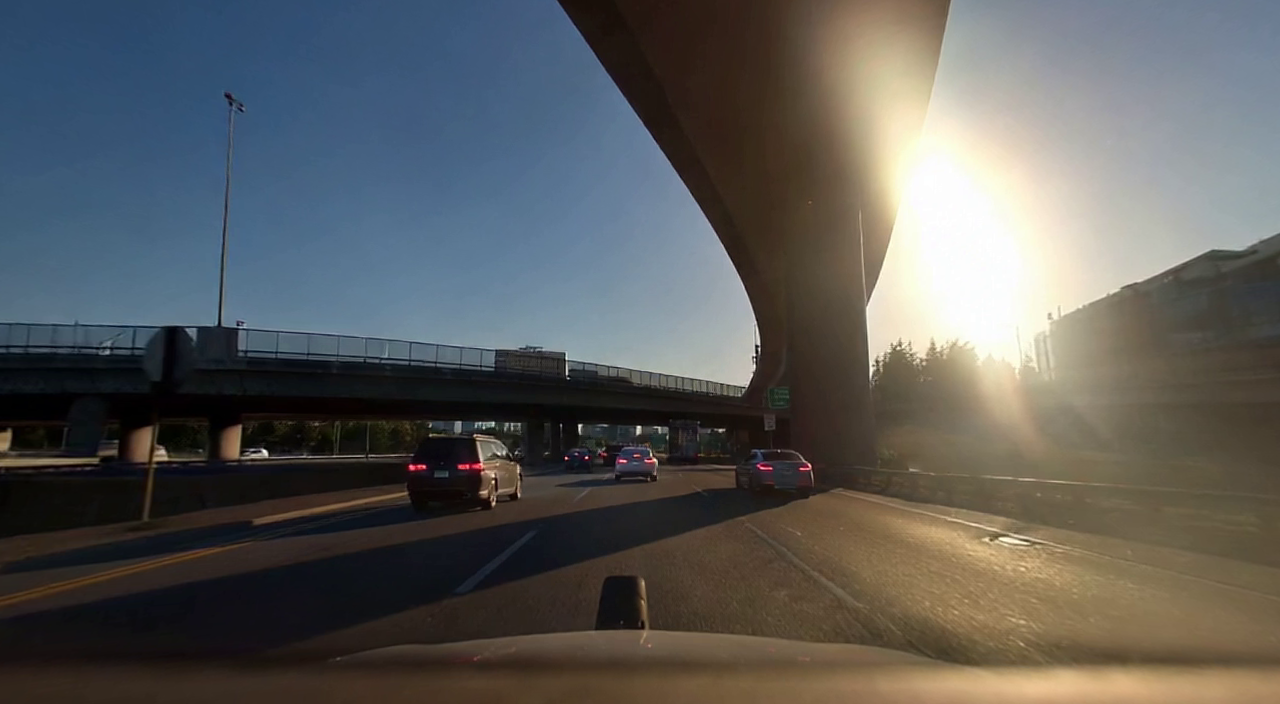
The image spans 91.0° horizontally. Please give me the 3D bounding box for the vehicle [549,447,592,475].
[{"bbox_3d":[-3.775,5.994,34.941,1.868,1.431,4.055,0,-9,1],"label":"vehicle"}]

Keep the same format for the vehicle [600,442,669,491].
[{"bbox_3d":[-0.179,3.814,21.305,2.089,1.493,3.964,0,-9,0],"label":"vehicle"}]

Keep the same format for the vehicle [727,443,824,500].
[{"bbox_3d":[3.893,3.497,18.805,1.974,1.490,3.994,0,-9,-1],"label":"vehicle"}]

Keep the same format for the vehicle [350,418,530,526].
[{"bbox_3d":[-3.845,2.404,13.188,2.142,1.819,4.648,0,-9,1],"label":"vehicle"}]
